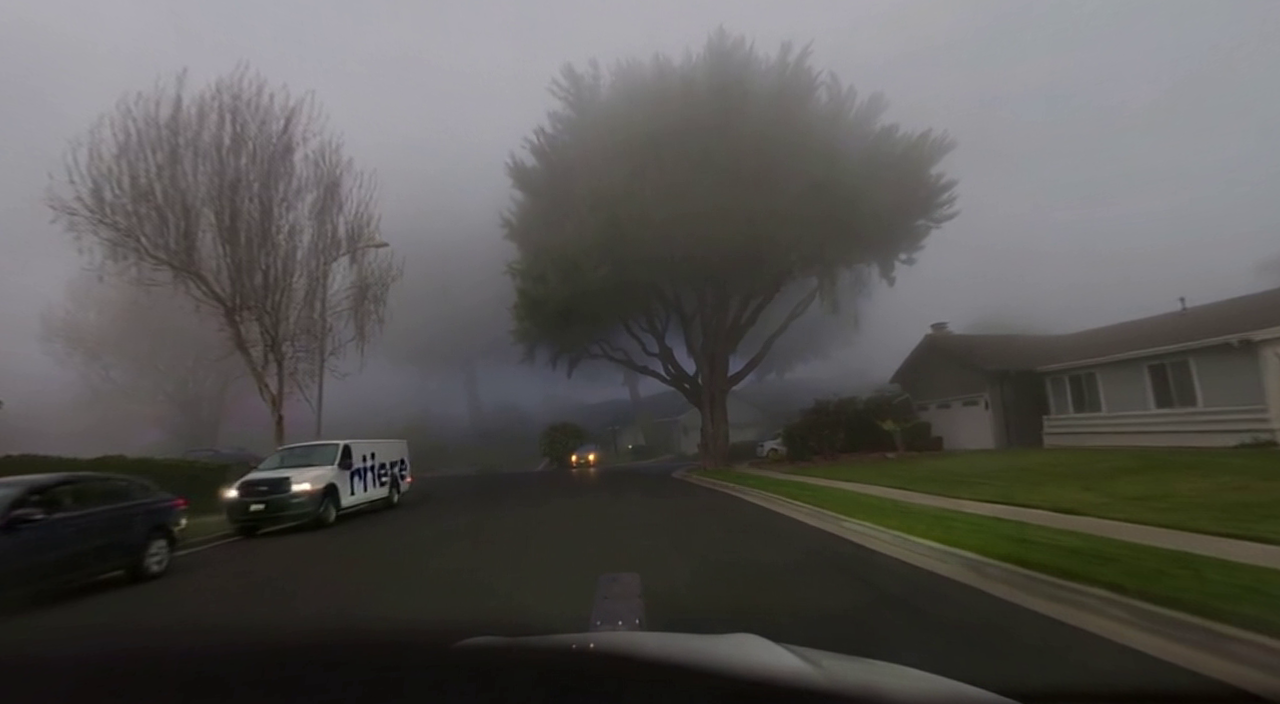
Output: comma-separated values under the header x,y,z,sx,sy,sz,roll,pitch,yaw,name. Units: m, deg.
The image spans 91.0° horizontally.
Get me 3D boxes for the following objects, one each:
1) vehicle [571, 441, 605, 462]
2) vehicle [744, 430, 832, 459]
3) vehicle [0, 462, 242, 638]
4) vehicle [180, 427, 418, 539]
x,y,z,sx,sy,sz,roll,pitch,yaw,name
-4.003,7.751,49.156,1.990,1.528,4.256,-1,-9,5,vehicle
8.550,5.318,36.516,4.533,1.557,1.981,1,-6,-12,vehicle
-6.463,1.917,6.590,2.017,1.397,4.004,0,-9,-1,vehicle
-7.042,2.752,14.045,2.338,1.925,5.725,0,-9,-3,vehicle
